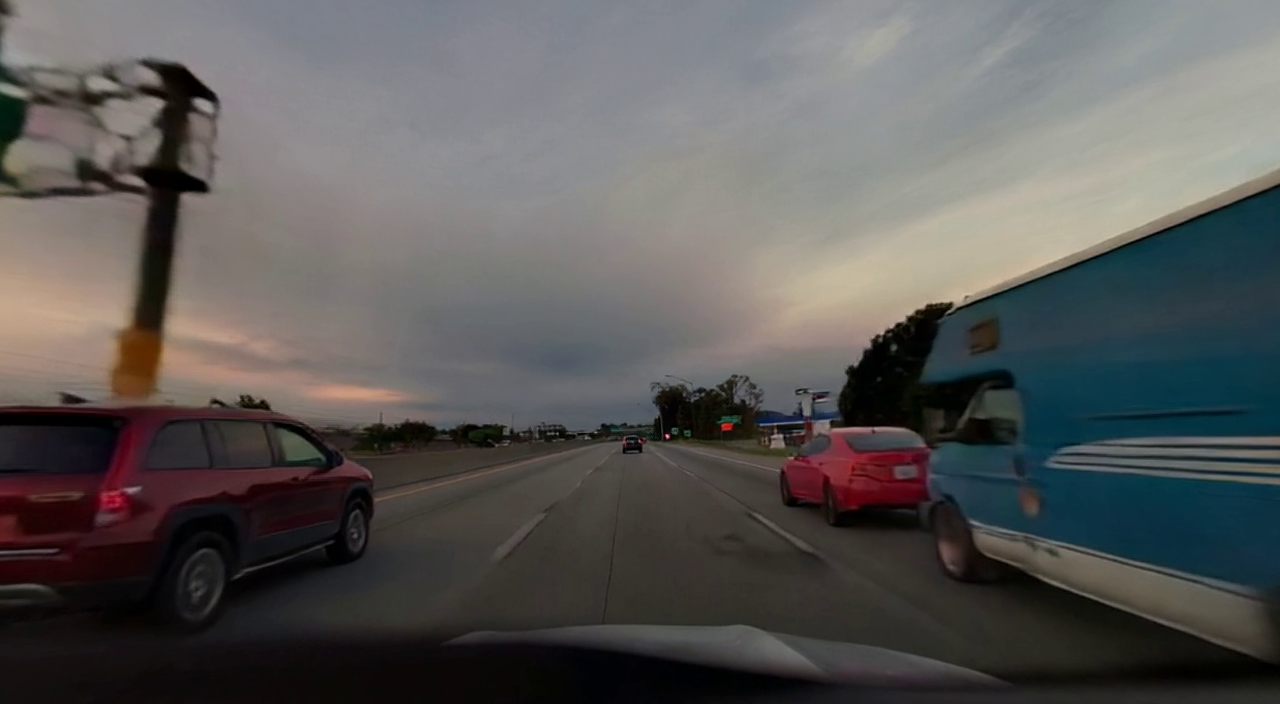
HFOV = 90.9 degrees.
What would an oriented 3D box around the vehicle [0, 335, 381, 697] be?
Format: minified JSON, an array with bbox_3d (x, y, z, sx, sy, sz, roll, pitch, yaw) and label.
[{"bbox_3d":[-4.113,1.074,5.229,2.061,1.732,4.457,0,-8,-1],"label":"vehicle"}]

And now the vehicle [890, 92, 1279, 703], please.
[{"bbox_3d":[3.851,0.401,3.332,2.590,2.680,5.445,0,-8,-2],"label":"vehicle"}]
